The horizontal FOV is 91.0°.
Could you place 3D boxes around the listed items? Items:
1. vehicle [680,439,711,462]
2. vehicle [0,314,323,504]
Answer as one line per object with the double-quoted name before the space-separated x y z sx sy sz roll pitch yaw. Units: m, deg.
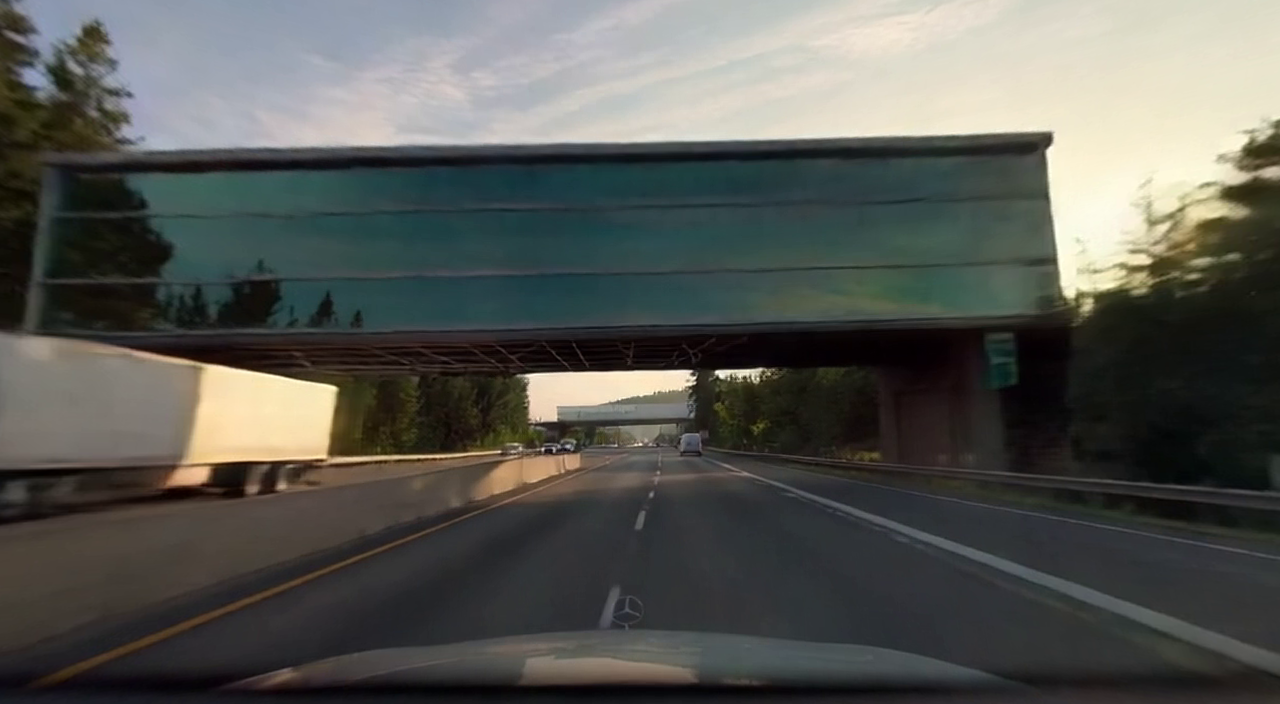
"vehicle" 4.012 7.184 45.997 1.954 1.550 4.140 0 -8 1
"vehicle" -15.135 2.071 19.384 2.880 4.103 14.302 0 -8 2
